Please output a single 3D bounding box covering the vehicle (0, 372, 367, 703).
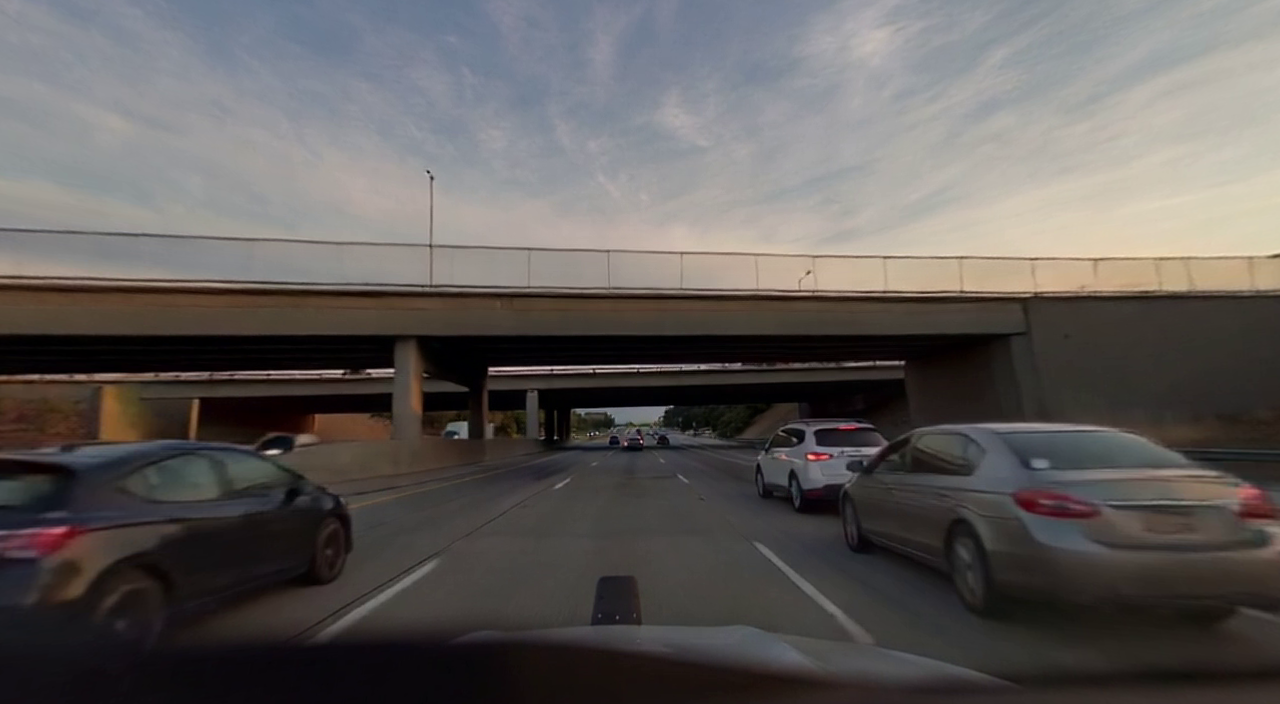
[{"bbox_3d":[-3.519,1.019,3.402,1.993,1.629,4.674,0,-8,0],"label":"vehicle"}]

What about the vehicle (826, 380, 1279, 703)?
[{"bbox_3d":[3.427,1.265,5.056,2.240,1.646,4.949,0,-8,-1],"label":"vehicle"}]

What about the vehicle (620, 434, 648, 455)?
[{"bbox_3d":[-0.435,7.247,49.452,2.103,1.512,4.155,0,-8,-1],"label":"vehicle"}]
